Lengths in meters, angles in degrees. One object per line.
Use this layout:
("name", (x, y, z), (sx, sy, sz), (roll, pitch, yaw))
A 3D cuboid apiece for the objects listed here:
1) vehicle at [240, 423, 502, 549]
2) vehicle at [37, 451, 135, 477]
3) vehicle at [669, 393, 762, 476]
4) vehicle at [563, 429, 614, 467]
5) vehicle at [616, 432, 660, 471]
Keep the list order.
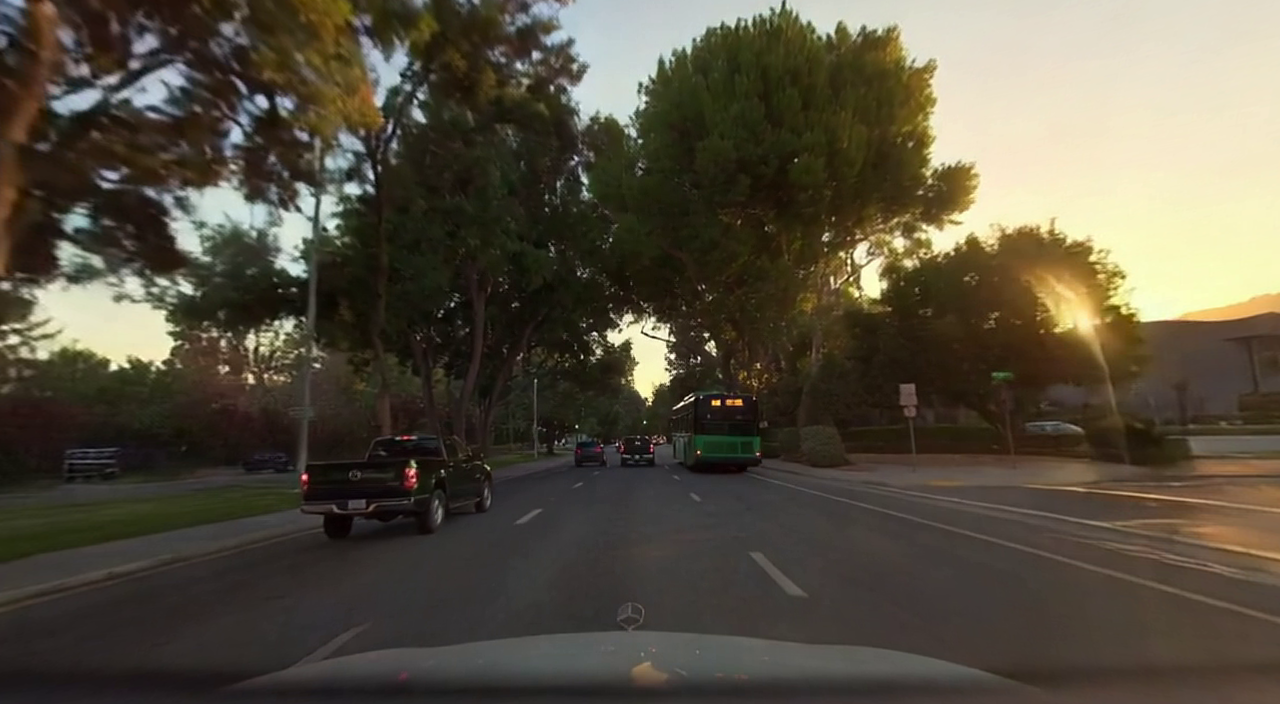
("vehicle", (-3.836, 1.997, 10.113), (2.109, 1.543, 4.535), (0, -8, 1))
("vehicle", (-33.941, 6.868, 38.809), (1.745, 1.441, 4.693), (0, -8, 1))
("vehicle", (3.273, 4.182, 31.292), (3.059, 3.264, 12.623), (0, -8, 0))
("vehicle", (-2.957, 5.695, 37.482), (2.513, 2.066, 5.820), (0, -8, 0))
("vehicle", (-0.062, 5.063, 32.265), (2.074, 1.849, 5.137), (0, -8, 1))
